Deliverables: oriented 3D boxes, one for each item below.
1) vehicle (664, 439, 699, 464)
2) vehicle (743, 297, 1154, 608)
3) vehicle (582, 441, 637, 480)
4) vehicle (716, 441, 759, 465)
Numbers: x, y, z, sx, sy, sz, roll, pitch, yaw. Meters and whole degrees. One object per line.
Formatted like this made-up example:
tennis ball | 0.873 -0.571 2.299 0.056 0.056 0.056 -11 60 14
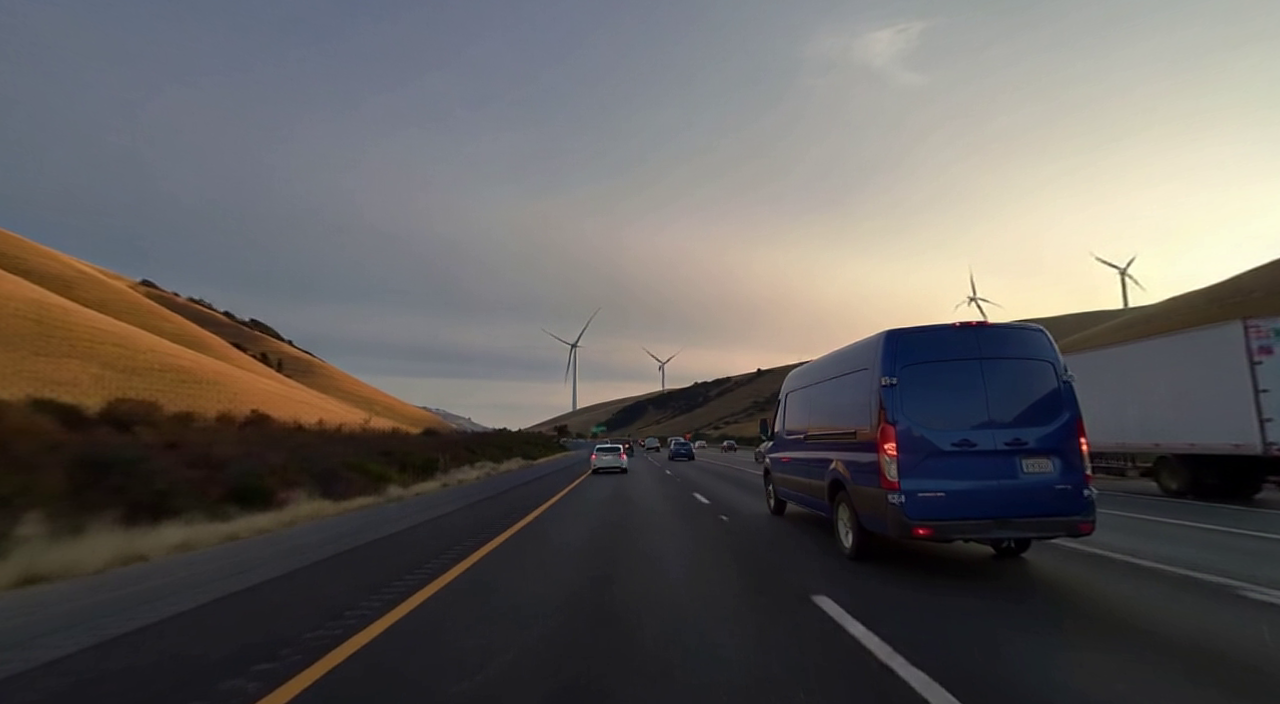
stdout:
vehicle | 2.917 7.122 45.459 2.108 1.717 3.996 0 -8 -2
vehicle | 3.051 1.244 8.267 2.365 2.630 5.754 0 -9 -1
vehicle | -1.153 4.339 25.585 2.082 1.445 3.826 0 -8 0
vehicle | 6.365 6.644 41.684 1.958 1.514 4.930 0 -8 -1
